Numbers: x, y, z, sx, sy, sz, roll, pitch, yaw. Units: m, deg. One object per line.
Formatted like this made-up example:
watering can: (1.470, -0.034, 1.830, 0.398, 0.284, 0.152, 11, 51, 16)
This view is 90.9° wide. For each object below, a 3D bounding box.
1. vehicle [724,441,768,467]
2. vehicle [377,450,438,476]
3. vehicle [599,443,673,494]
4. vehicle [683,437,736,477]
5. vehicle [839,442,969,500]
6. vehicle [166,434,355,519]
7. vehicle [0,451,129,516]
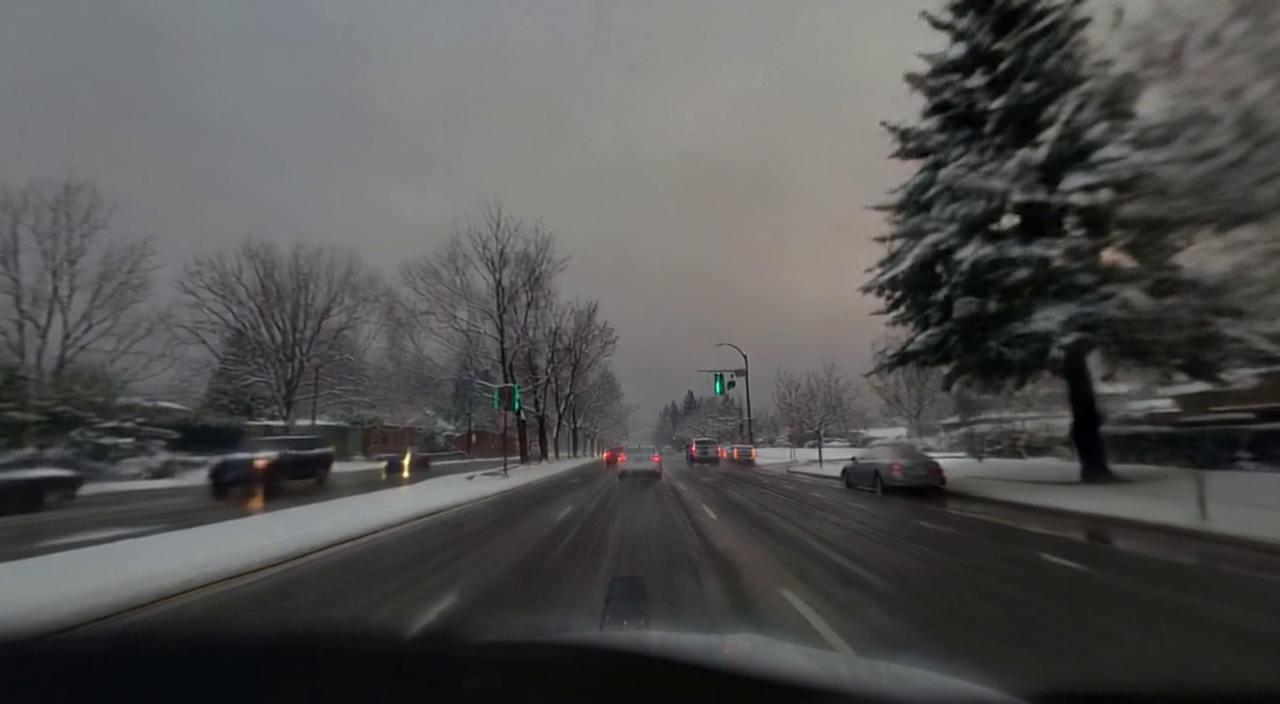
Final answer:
vehicle: (7.710, 7.526, 46.374, 2.184, 1.786, 5.497, 1, -9, -1)
vehicle: (-14.258, 6.799, 38.951, 1.901, 1.468, 4.689, -1, -8, 2)
vehicle: (-0.107, 3.719, 20.535, 2.140, 1.474, 4.026, 0, -8, 0)
vehicle: (3.335, 5.121, 31.000, 2.073, 1.822, 4.276, 0, -8, 0)
vehicle: (7.612, 3.445, 18.749, 1.980, 1.497, 4.345, 0, -8, 0)
vehicle: (-9.147, 2.990, 15.802, 2.090, 1.785, 4.692, 0, -8, -5)
vehicle: (-18.157, 3.850, 18.945, 1.866, 1.699, 4.347, 0, -8, 0)
